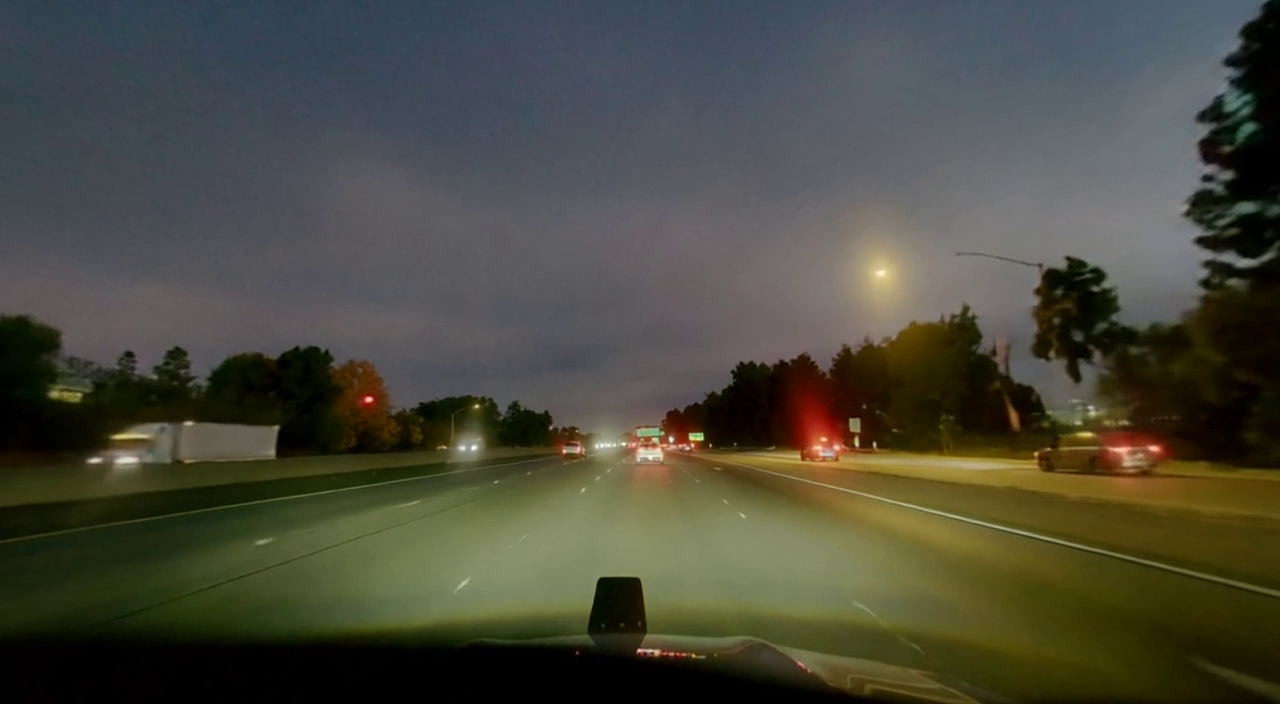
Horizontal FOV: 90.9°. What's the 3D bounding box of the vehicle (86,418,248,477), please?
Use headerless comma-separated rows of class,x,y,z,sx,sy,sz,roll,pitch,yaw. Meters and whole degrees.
vehicle,-32.690,6.697,44.542,2.970,3.609,10.813,0,-8,1

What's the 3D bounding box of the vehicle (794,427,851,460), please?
vehicle,14.132,7.160,49.296,2.336,2.415,6.056,0,-8,-4

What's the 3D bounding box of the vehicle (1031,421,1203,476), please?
vehicle,19.056,3.914,25.716,2.304,1.951,5.719,0,-8,-3

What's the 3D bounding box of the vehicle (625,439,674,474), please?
vehicle,0.411,4.846,29.499,2.112,1.482,4.082,0,-8,0
